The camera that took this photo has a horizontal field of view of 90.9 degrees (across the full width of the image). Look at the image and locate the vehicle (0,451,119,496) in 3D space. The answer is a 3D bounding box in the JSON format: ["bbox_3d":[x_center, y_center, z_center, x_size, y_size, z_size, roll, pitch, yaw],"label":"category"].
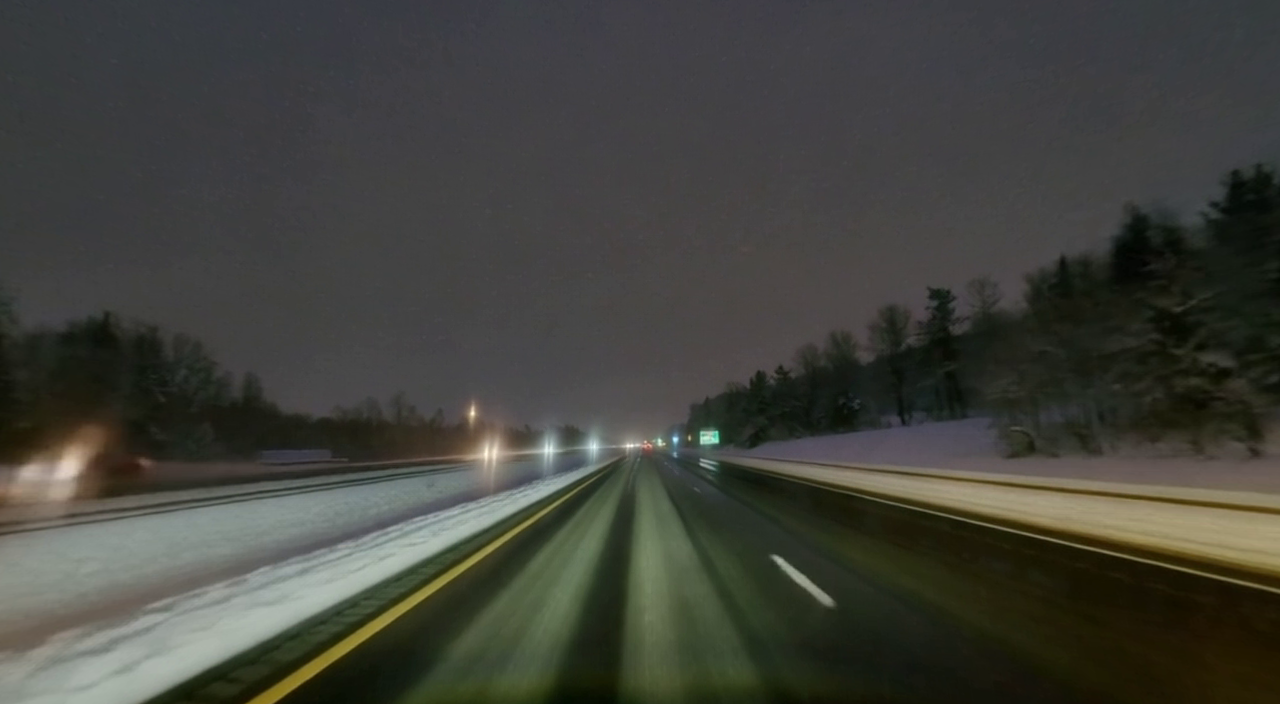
[{"bbox_3d":[-27.830,5.576,29.414,2.286,1.839,5.522,0,-8,0],"label":"vehicle"}]
